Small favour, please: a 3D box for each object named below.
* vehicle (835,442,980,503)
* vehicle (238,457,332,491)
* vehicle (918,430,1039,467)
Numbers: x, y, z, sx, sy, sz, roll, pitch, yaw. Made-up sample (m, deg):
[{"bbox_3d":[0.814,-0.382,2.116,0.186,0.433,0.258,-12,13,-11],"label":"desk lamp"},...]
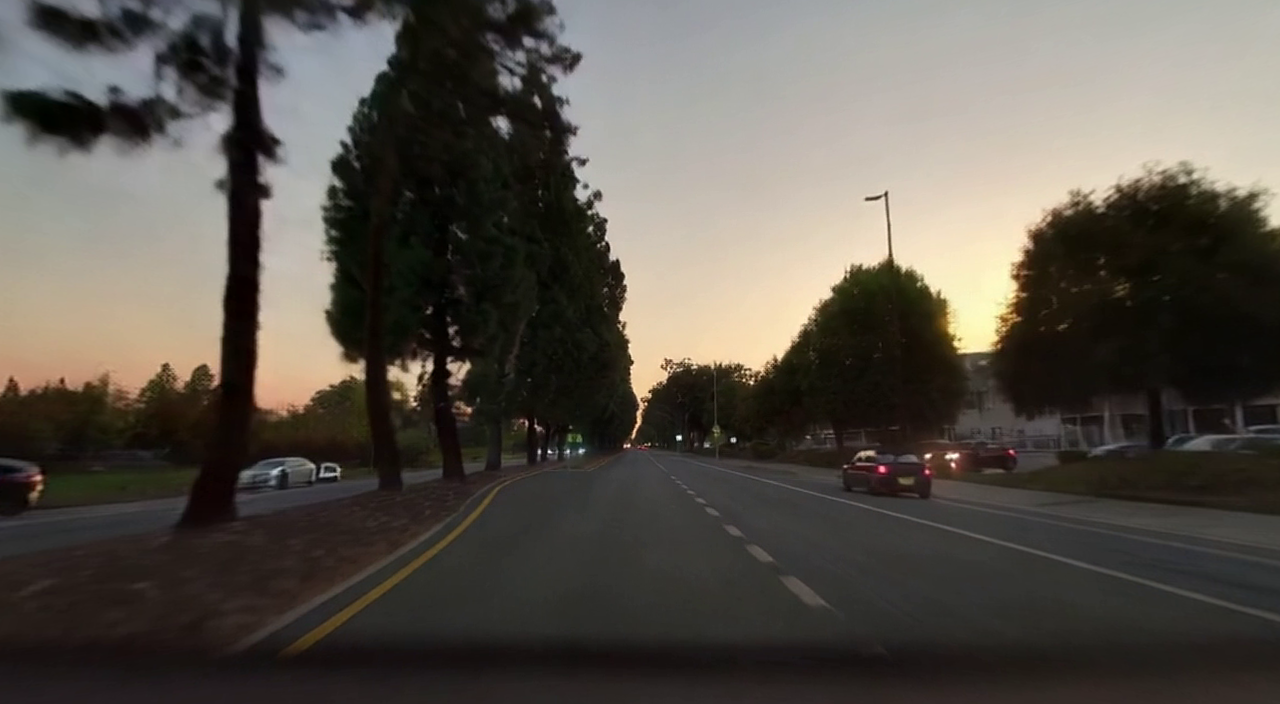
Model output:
[{"bbox_3d":[7.193,3.257,17.615,1.961,1.465,4.468,0,-8,-2],"label":"vehicle"},{"bbox_3d":[-17.796,6.119,31.985,1.961,1.437,4.867,0,-8,0],"label":"vehicle"},{"bbox_3d":[16.601,4.758,31.180,4.807,1.768,1.947,-1,-8,2],"label":"vehicle"}]
